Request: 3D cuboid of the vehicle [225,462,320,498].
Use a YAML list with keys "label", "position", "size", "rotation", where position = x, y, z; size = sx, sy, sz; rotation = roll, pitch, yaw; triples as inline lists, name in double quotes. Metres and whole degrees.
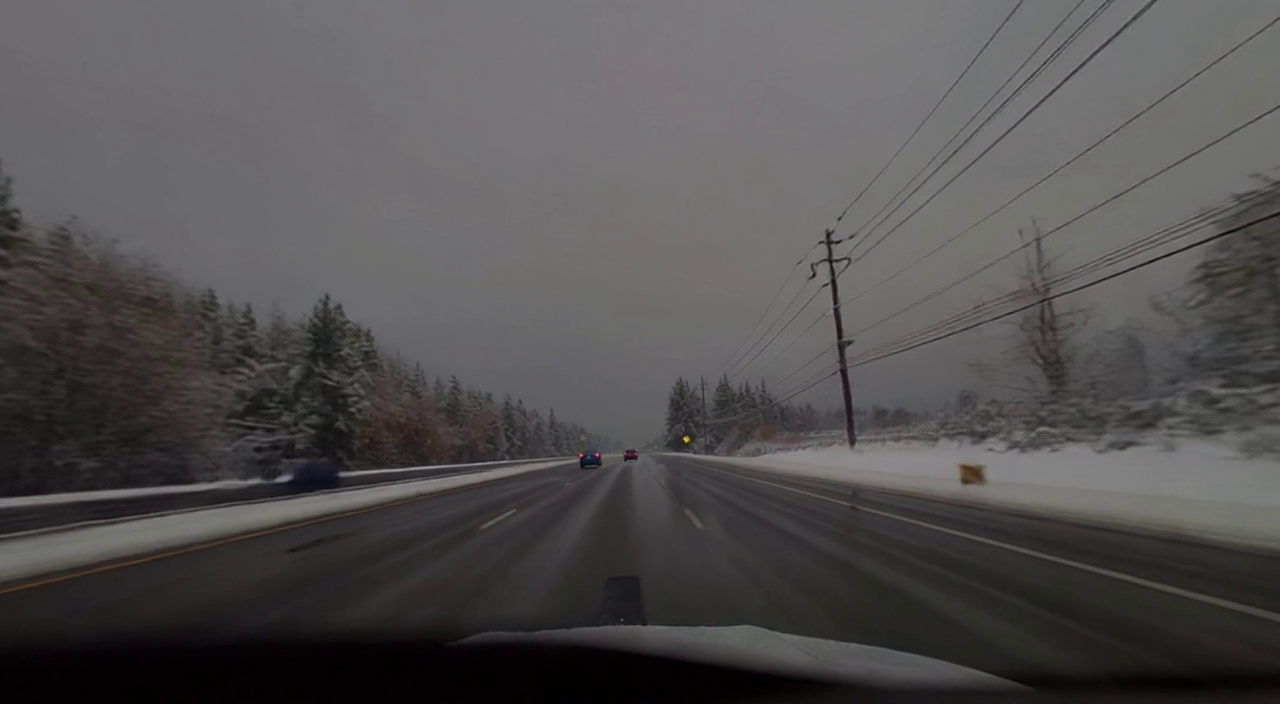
- label: "vehicle"
  position: [-17.428, 6.060, 30.211]
  size: [1.832, 1.481, 4.670]
  rotation: [0, -9, -2]
